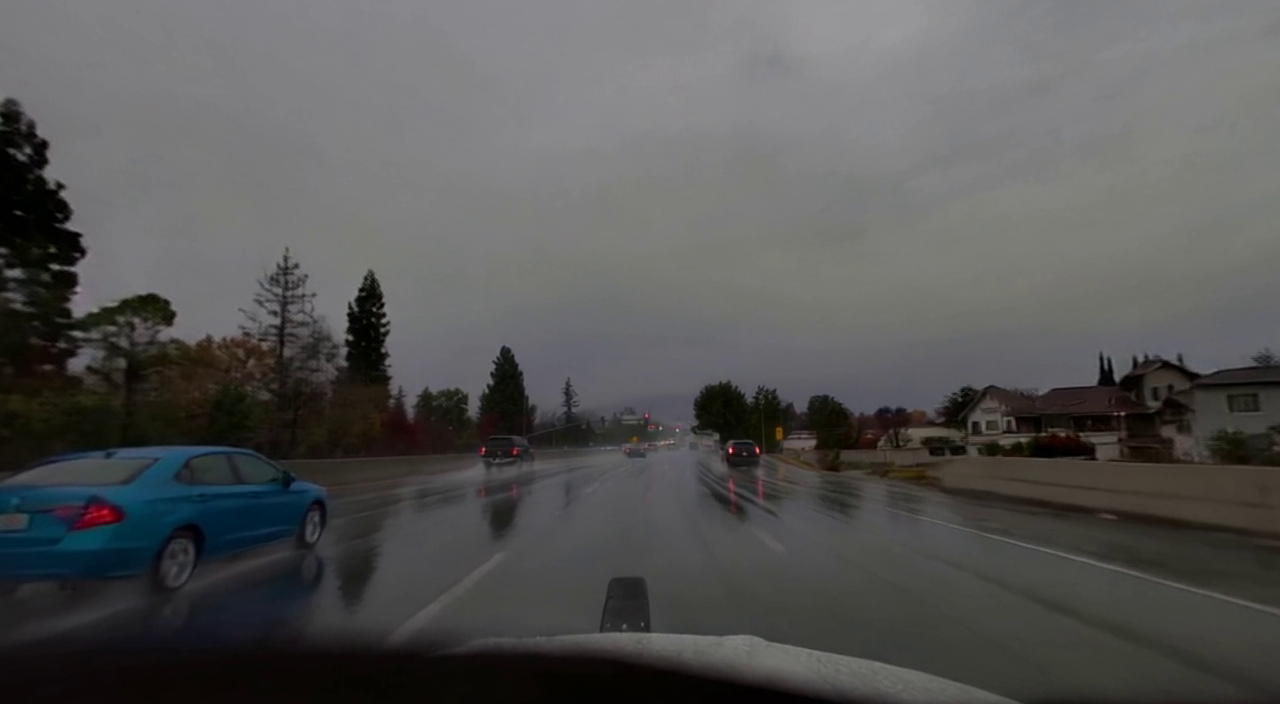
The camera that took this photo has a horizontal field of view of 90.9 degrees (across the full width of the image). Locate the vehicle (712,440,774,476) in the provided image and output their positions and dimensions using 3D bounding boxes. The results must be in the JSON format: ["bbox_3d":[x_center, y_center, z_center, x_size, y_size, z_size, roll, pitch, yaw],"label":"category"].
[{"bbox_3d":[4.492,4.696,28.242,2.100,1.472,4.533,0,-8,1],"label":"vehicle"}]

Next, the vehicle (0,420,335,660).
[{"bbox_3d":[-5.002,1.494,6.167,1.948,1.475,4.461,0,-8,-2],"label":"vehicle"}]

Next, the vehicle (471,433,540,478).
[{"bbox_3d":[-5.877,4.586,28.149,2.122,1.847,4.696,0,-8,-2],"label":"vehicle"}]
